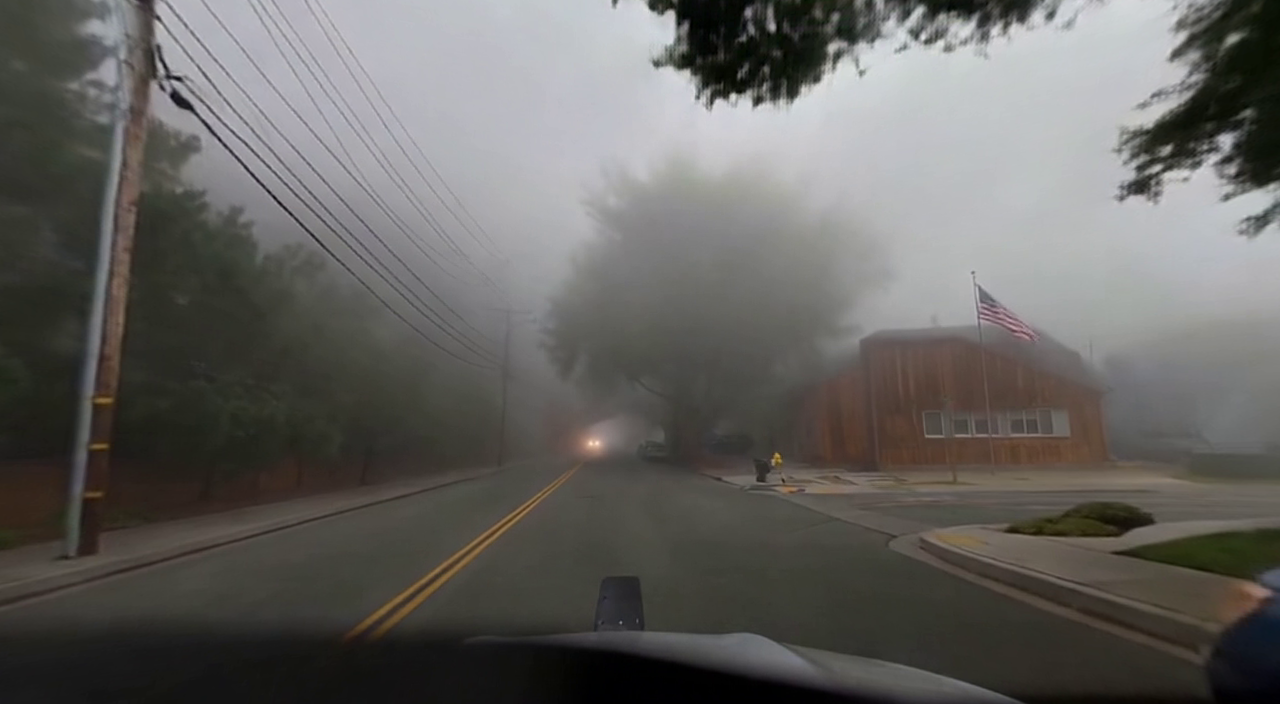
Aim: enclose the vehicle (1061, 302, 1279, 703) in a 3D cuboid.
[{"bbox_3d":[3.228,0.535,0.578,2.203,1.787,4.704,0,-8,-4],"label":"vehicle"}]
